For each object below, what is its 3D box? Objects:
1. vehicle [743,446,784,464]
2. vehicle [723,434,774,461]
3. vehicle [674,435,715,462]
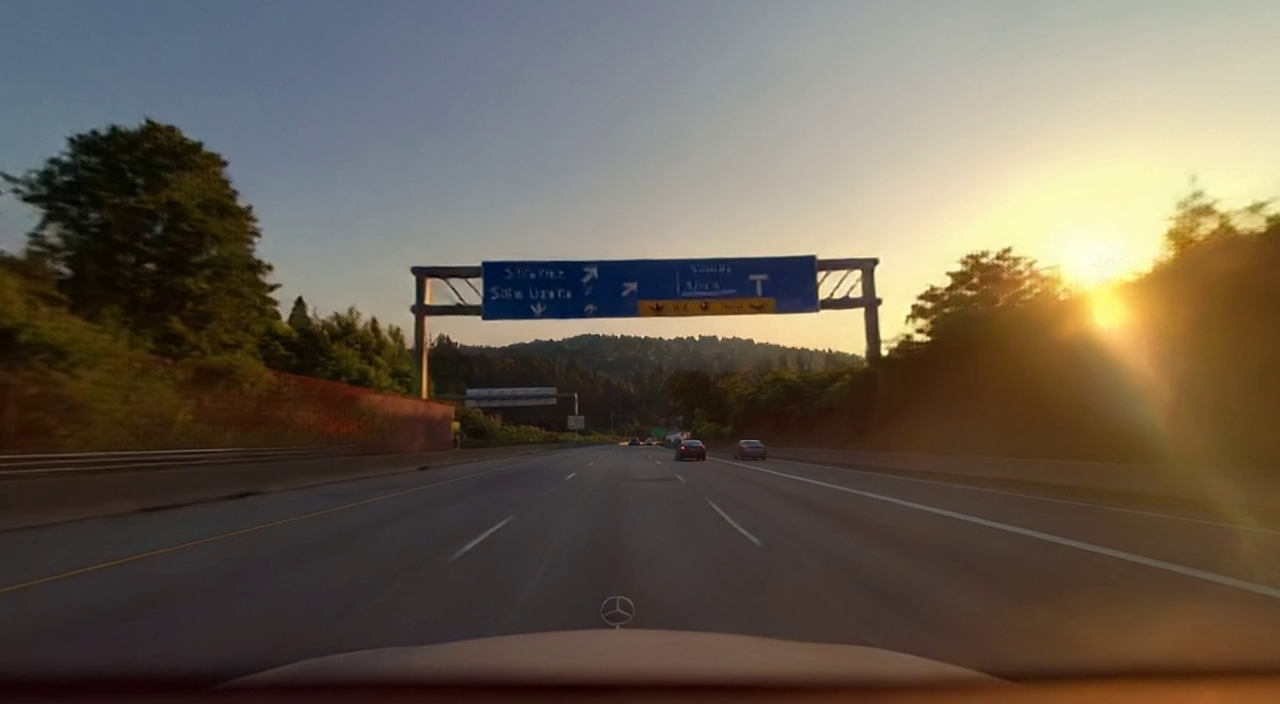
[{"bbox_3d":[6.685,5.621,34.426,1.535,0.862,2.814,0,-8,-3],"label":"vehicle"},{"bbox_3d":[6.515,5.764,38.330,2.003,1.522,4.940,0,-8,-2],"label":"vehicle"},{"bbox_3d":[3.057,5.473,36.057,1.819,1.468,3.770,0,-8,-3],"label":"vehicle"}]
